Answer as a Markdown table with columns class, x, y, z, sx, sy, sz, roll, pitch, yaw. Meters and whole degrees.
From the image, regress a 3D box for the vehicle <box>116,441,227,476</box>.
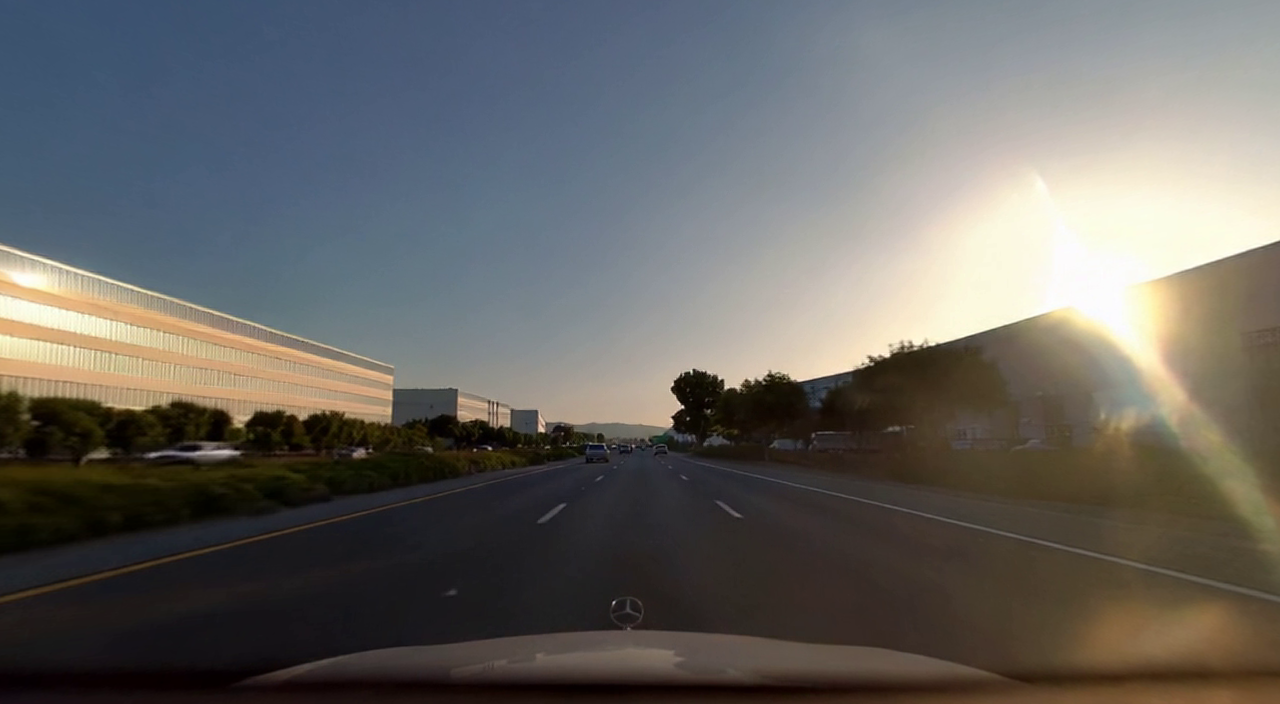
| class | x | y | z | sx | sy | sz | roll | pitch | yaw |
| --- | --- | --- | --- | --- | --- | --- | --- | --- | --- |
| vehicle | -28.125 | 6.402 | 38.179 | 2.175 | 1.906 | 5.815 | 0 | -9 | 1 |
